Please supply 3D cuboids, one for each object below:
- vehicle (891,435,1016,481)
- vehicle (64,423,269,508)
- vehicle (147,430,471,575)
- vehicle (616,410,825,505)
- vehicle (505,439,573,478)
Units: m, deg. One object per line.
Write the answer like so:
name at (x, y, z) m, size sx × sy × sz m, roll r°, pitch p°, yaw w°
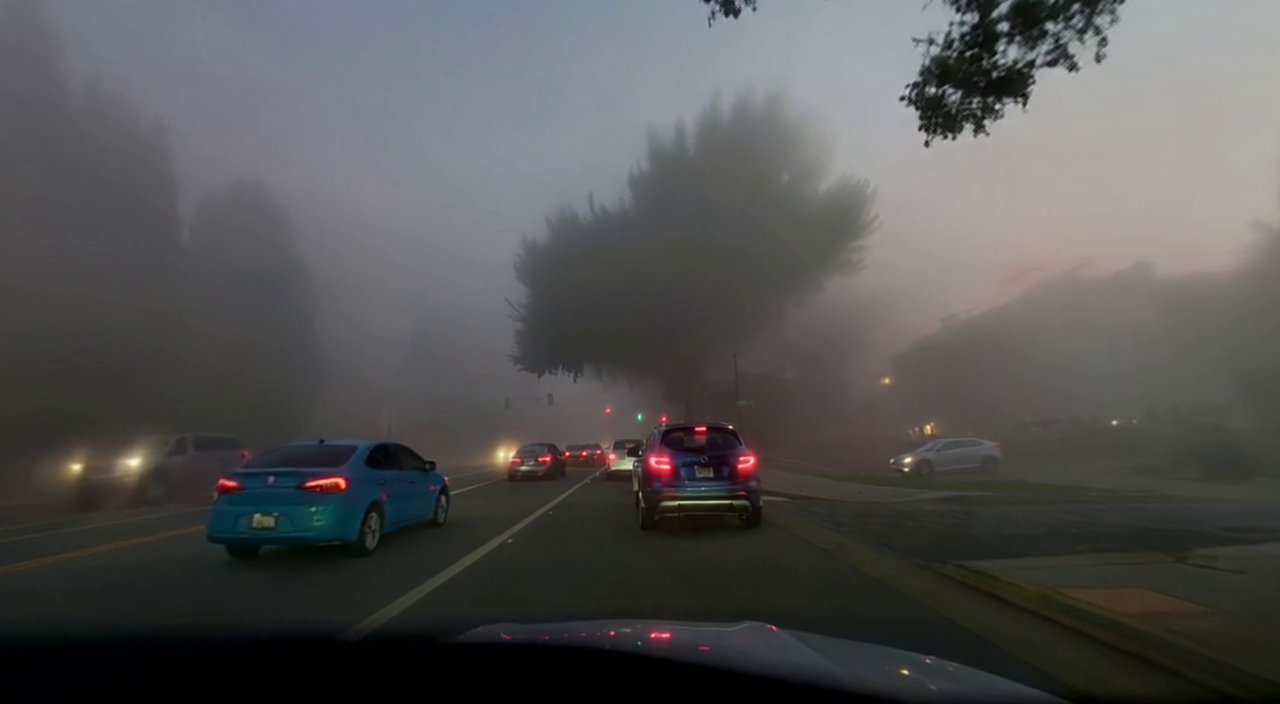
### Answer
vehicle at (12.300, 4.190, 24.852) m, size 3.871 × 1.525 × 1.835 m, roll -3°, pitch -9°, yaw 0°
vehicle at (-16.976, 4.091, 23.212) m, size 2.537 × 2.696 × 6.281 m, roll 0°, pitch -9°, yaw 1°
vehicle at (-3.977, 1.863, 8.618) m, size 2.026 × 1.466 × 4.282 m, roll 0°, pitch -8°, yaw 1°
vehicle at (1.846, 2.529, 15.327) m, size 4.642 × 1.955 × 2.052 m, roll -7°, pitch -11°, yaw 38°
vehicle at (-4.020, 4.324, 25.693) m, size 2.042 × 1.470 × 4.123 m, roll 0°, pitch -8°, yaw 0°
